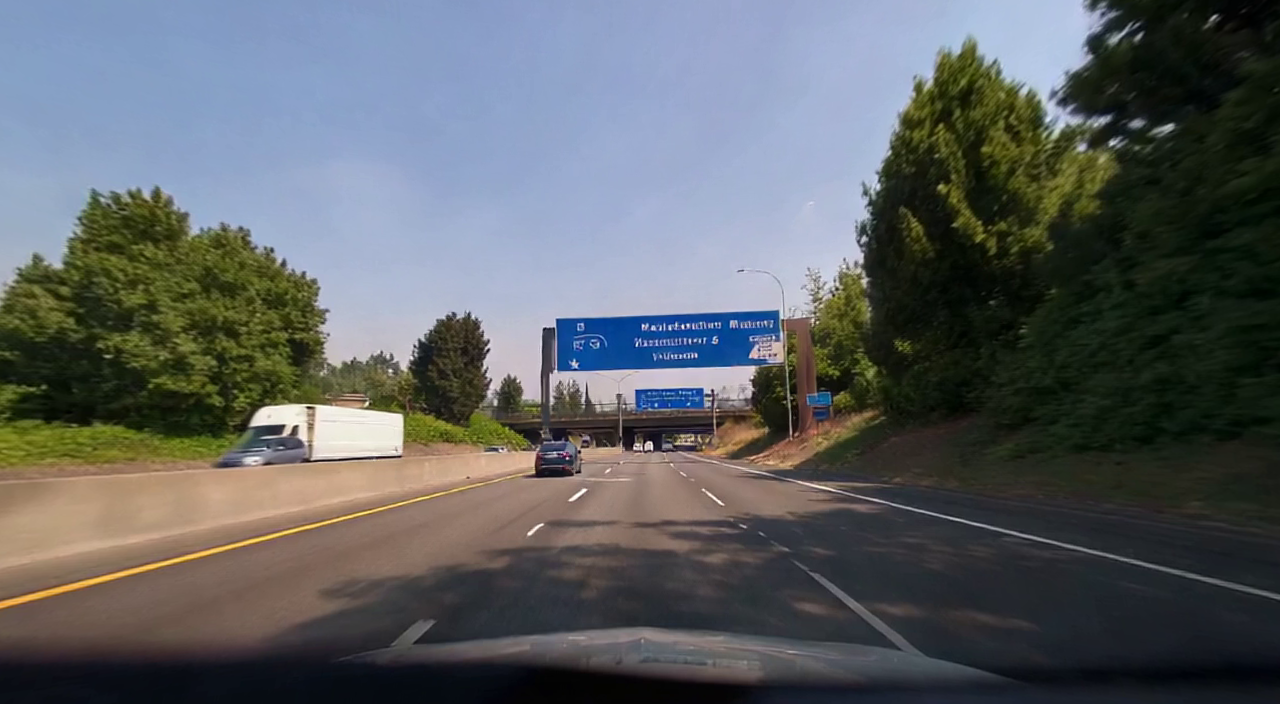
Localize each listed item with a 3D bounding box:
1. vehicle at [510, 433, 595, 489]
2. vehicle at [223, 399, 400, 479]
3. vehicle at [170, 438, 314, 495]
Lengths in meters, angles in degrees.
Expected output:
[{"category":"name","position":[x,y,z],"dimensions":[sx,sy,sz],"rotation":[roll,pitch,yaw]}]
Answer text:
[{"category":"vehicle","position":[-2.787,3.596,20.995],"dimensions":[2.183,1.662,3.968],"rotation":[0,-9,1]},{"category":"vehicle","position":[-19.395,5.481,39.126],"dimensions":[3.227,4.084,13.972],"rotation":[0,-9,1]},{"category":"vehicle","position":[-15.002,4.316,24.225],"dimensions":[2.090,1.914,5.158],"rotation":[0,-9,0]}]
